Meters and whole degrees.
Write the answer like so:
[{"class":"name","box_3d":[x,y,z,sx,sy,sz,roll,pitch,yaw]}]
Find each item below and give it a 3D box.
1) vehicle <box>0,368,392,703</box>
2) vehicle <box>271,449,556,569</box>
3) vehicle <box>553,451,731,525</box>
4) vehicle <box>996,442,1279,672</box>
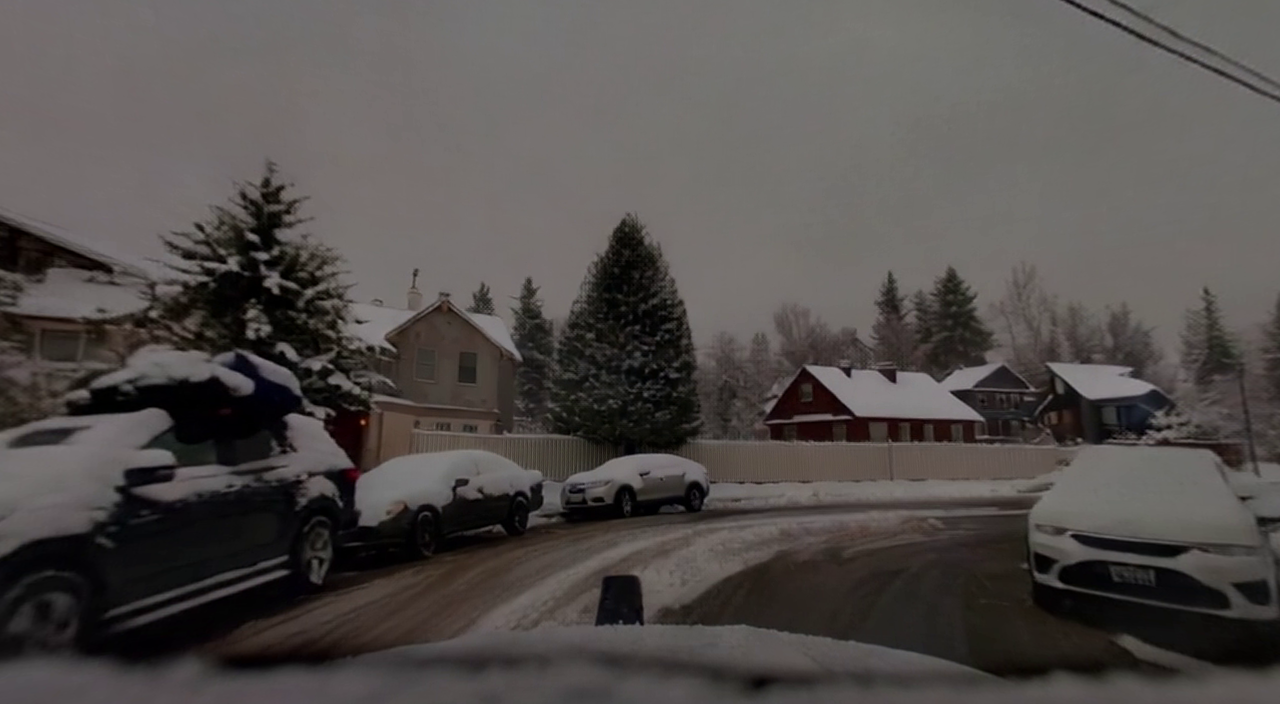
[{"class":"vehicle","box_3d":[-4.124,1.352,4.901,2.247,1.702,5.043,-5,-10,2]},{"class":"vehicle","box_3d":[-3.328,2.478,10.506,1.943,1.475,4.701,-6,-12,17]},{"class":"vehicle","box_3d":[0.141,3.370,16.235,4.217,1.547,2.082,7,-11,-40]},{"class":"vehicle","box_3d":[5.459,1.682,6.384,2.054,1.509,4.671,-8,-11,43]}]
